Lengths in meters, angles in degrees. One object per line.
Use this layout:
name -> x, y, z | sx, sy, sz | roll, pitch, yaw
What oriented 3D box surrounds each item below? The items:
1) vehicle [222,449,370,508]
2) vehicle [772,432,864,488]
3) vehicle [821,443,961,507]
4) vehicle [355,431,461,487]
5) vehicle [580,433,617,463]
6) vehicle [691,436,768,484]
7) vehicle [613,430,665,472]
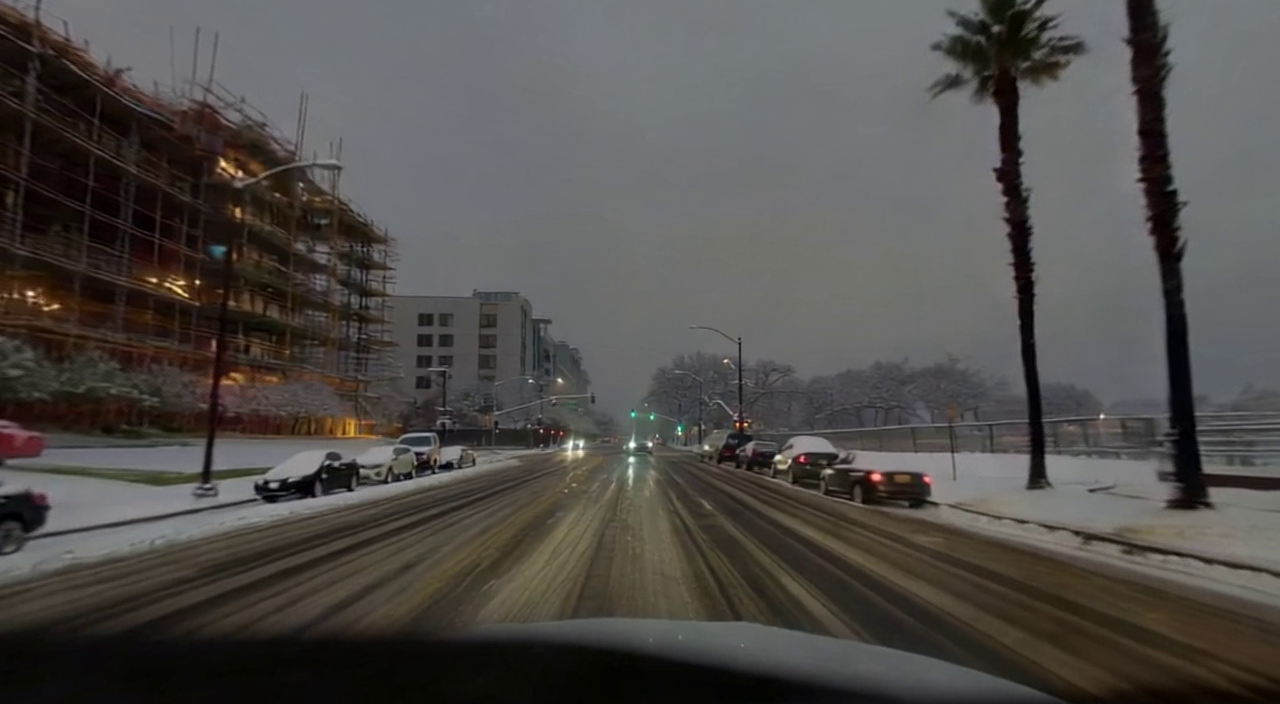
vehicle -> -9.971, 3.649, 18.841 | 1.804, 1.478, 4.734 | 0, -8, 0
vehicle -> 6.256, 3.855, 22.823 | 1.886, 1.792, 4.525 | 0, -8, -1
vehicle -> 6.424, 3.161, 16.772 | 1.819, 1.435, 4.337 | 0, -8, -1
vehicle -> -10.070, 4.775, 28.049 | 2.294, 1.948, 6.025 | -6, -10, 0
vehicle -> -2.718, 6.475, 42.603 | 2.180, 1.879, 4.452 | 0, -8, 1
vehicle -> 3.010, 3.724, 22.077 | 1.999, 1.487, 3.939 | 0, -8, -2
vehicle -> -0.060, 4.641, 29.695 | 2.264, 1.798, 4.258 | 0, -8, 0
